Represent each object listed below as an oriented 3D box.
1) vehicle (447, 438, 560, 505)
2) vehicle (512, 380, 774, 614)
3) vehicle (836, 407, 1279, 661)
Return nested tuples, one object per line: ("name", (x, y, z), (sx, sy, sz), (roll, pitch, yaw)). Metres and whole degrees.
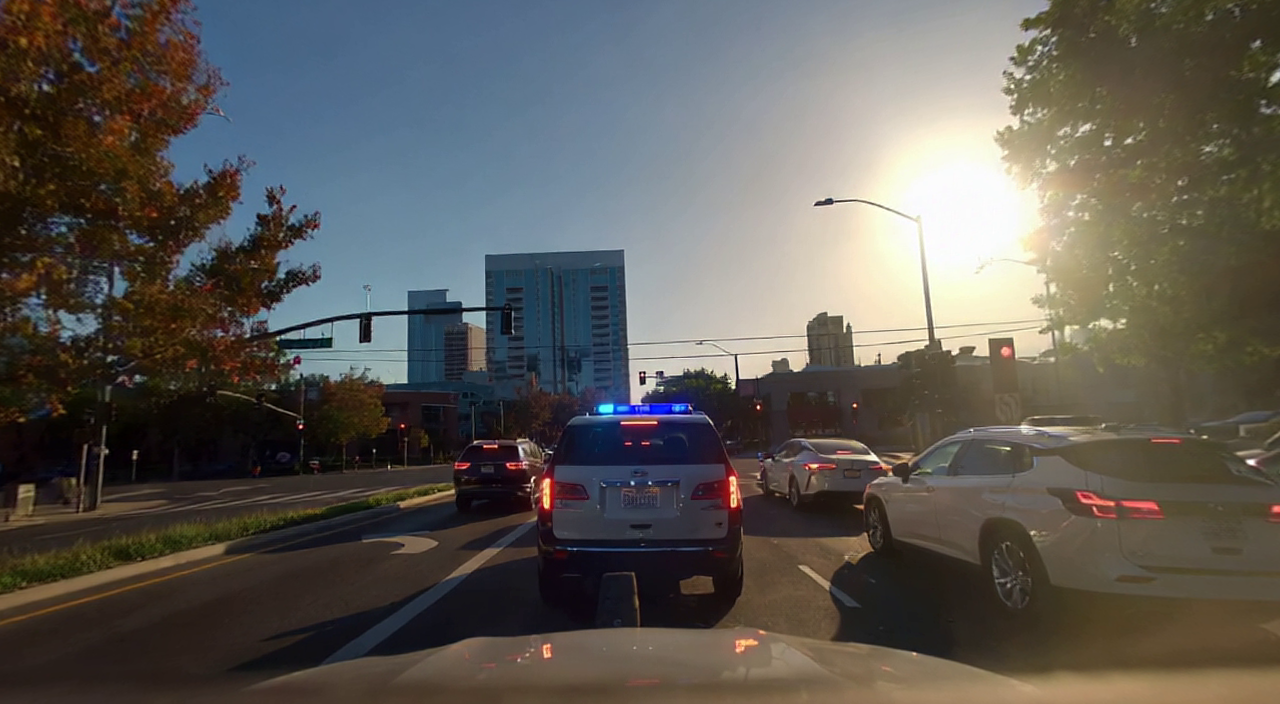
("vehicle", (-3.304, 2.983, 16.208), (1.913, 1.464, 4.276), (0, -8, 0))
("vehicle", (-0.027, 1.458, 7.269), (2.038, 1.819, 4.505), (0, -8, -1))
("vehicle", (3.645, 1.409, 6.071), (1.995, 1.483, 4.533), (0, -8, -1))
